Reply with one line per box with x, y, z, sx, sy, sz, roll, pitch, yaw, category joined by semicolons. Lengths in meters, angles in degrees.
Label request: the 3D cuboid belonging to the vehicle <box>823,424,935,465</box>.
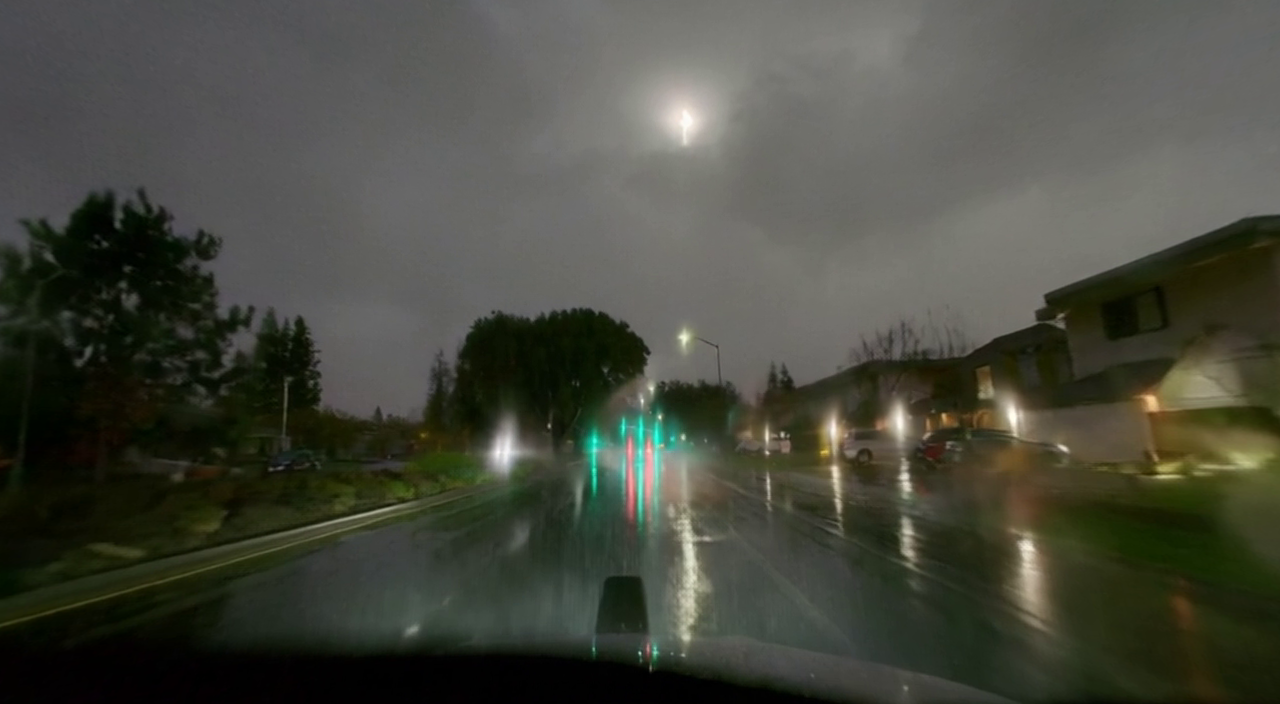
12.264;4.801;32.449;4.923;2.019;1.985;0;-9;2;vehicle

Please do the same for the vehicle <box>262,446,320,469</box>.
-24.023;7.252;43.379;1.892;1.455;3.564;0;-8;1;vehicle

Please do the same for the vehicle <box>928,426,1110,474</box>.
12.503;3.267;20.965;4.787;1.494;1.887;0;-8;1;vehicle

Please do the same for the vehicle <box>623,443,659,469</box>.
0.047;6.220;37.831;2.054;1.456;4.003;0;-8;0;vehicle
